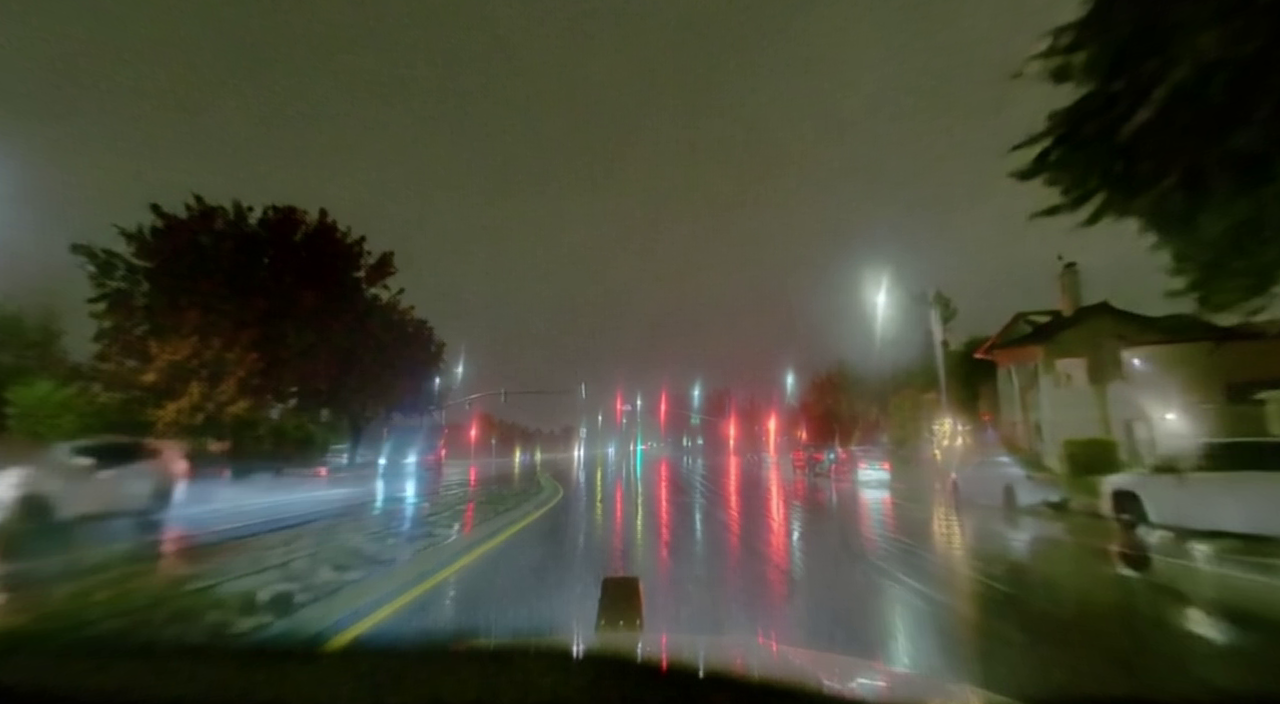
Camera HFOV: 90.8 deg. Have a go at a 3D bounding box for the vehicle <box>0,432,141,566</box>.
[{"bbox_3d":[-8.175,1.613,6.838,1.922,1.486,4.392,0,-9,0],"label":"vehicle"}]

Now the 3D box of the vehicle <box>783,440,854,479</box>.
[{"bbox_3d":[9.779,5.932,35.124,2.245,1.983,5.433,0,-9,-1],"label":"vehicle"}]

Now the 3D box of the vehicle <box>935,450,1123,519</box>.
[{"bbox_3d":[9.829,3.343,16.518,1.991,1.490,4.470,0,-9,-1],"label":"vehicle"}]

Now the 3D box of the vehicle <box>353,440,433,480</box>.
[{"bbox_3d":[-11.485,5.037,29.751,1.940,1.740,4.356,0,-9,0],"label":"vehicle"}]

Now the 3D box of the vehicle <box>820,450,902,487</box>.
[{"bbox_3d":[9.760,5.168,28.349,1.931,1.473,4.742,0,-9,0],"label":"vehicle"}]

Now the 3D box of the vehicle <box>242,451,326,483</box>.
[{"bbox_3d":[-18.473,5.961,33.051,1.728,1.512,4.554,0,-9,0],"label":"vehicle"}]

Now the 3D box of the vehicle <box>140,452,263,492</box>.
[{"bbox_3d":[-18.312,4.987,26.716,1.844,1.480,4.729,0,-9,-1],"label":"vehicle"}]

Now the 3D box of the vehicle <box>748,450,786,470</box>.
[{"bbox_3d":[9.802,8.370,49.152,1.918,1.483,4.813,0,-9,-1],"label":"vehicle"}]

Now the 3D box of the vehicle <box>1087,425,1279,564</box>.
[{"bbox_3d":[9.871,2.119,9.455,2.176,1.893,5.744,3,-9,0],"label":"vehicle"}]
